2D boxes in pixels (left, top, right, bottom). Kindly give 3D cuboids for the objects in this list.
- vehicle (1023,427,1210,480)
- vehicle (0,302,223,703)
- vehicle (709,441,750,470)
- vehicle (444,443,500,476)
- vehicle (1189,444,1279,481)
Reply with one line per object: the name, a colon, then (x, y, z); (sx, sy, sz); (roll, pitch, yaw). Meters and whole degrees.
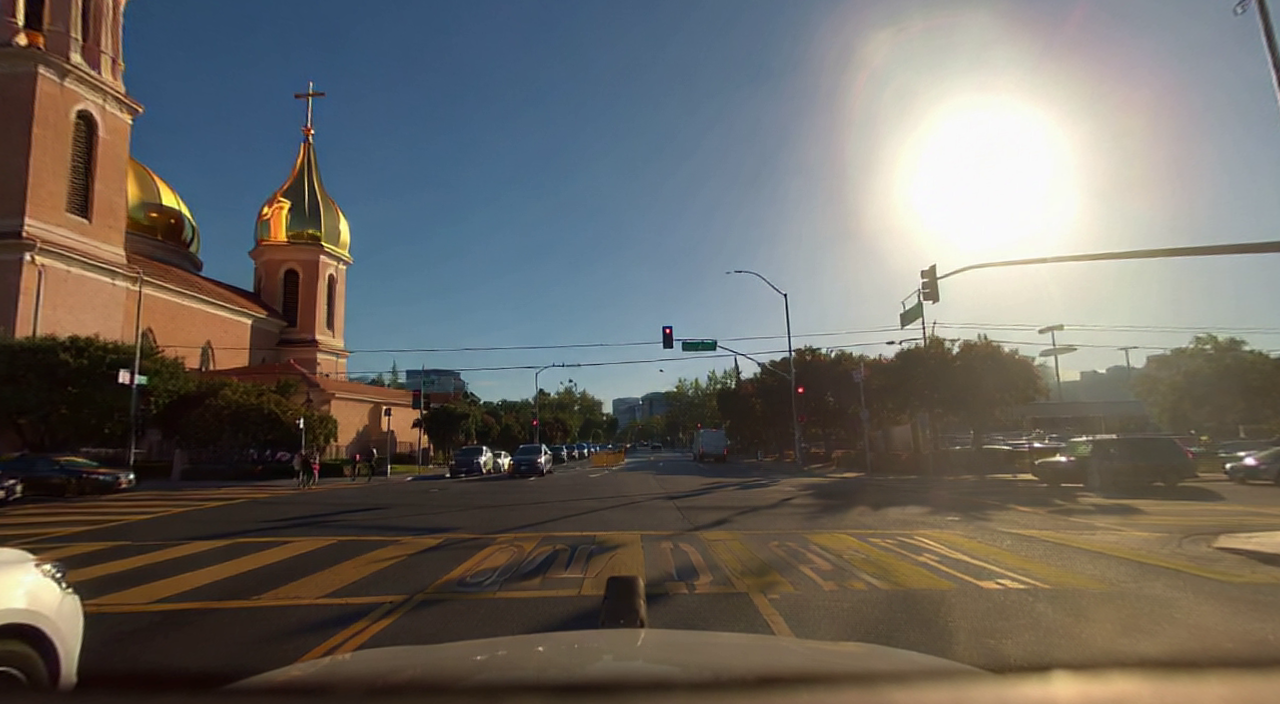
vehicle: (19.860, 4.255, 26.578); (5.852, 2.057, 2.361); (0, -8, 0)
vehicle: (-3.882, 0.575, 1.144); (2.251, 2.009, 5.688); (0, -8, 1)
vehicle: (5.806, 6.794, 41.514); (1.969, 1.776, 4.329); (0, -8, -2)
vehicle: (-10.258, 6.581, 38.961); (2.076, 1.876, 4.669); (0, -8, 1)
vehicle: (26.361, 4.653, 26.676); (4.561, 1.475, 1.850); (0, -8, 0)
